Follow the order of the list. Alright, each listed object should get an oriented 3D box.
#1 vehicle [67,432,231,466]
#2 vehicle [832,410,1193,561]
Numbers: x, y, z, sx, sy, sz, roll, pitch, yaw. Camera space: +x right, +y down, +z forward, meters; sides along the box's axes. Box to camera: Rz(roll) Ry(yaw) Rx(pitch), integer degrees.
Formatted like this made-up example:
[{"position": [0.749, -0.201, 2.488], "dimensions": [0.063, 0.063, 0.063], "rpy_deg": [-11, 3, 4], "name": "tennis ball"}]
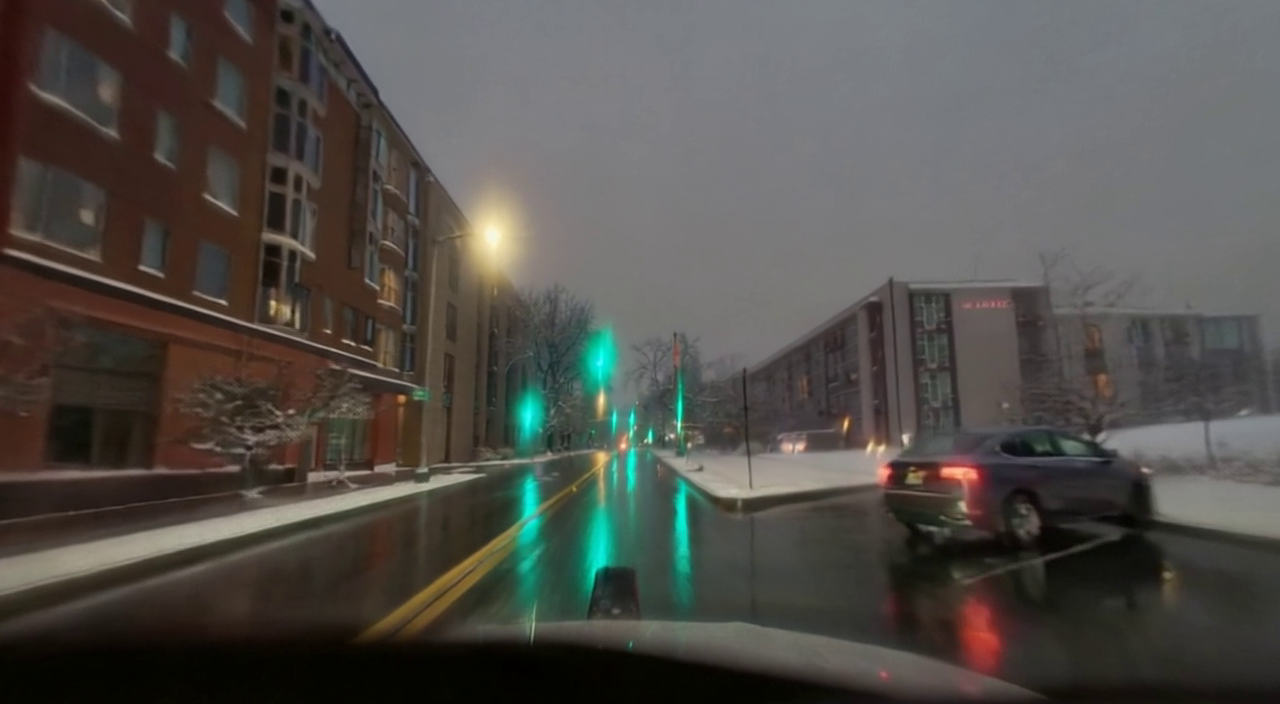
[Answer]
[{"position": [-19.409, 3.869, 25.263], "dimensions": [2.660, 1.211, 4.739], "rpy_deg": [-1, -8, 2], "name": "vehicle"}, {"position": [4.782, 1.597, 8.158], "dimensions": [4.033, 1.514, 1.974], "rpy_deg": [3, -9, -25], "name": "vehicle"}]
